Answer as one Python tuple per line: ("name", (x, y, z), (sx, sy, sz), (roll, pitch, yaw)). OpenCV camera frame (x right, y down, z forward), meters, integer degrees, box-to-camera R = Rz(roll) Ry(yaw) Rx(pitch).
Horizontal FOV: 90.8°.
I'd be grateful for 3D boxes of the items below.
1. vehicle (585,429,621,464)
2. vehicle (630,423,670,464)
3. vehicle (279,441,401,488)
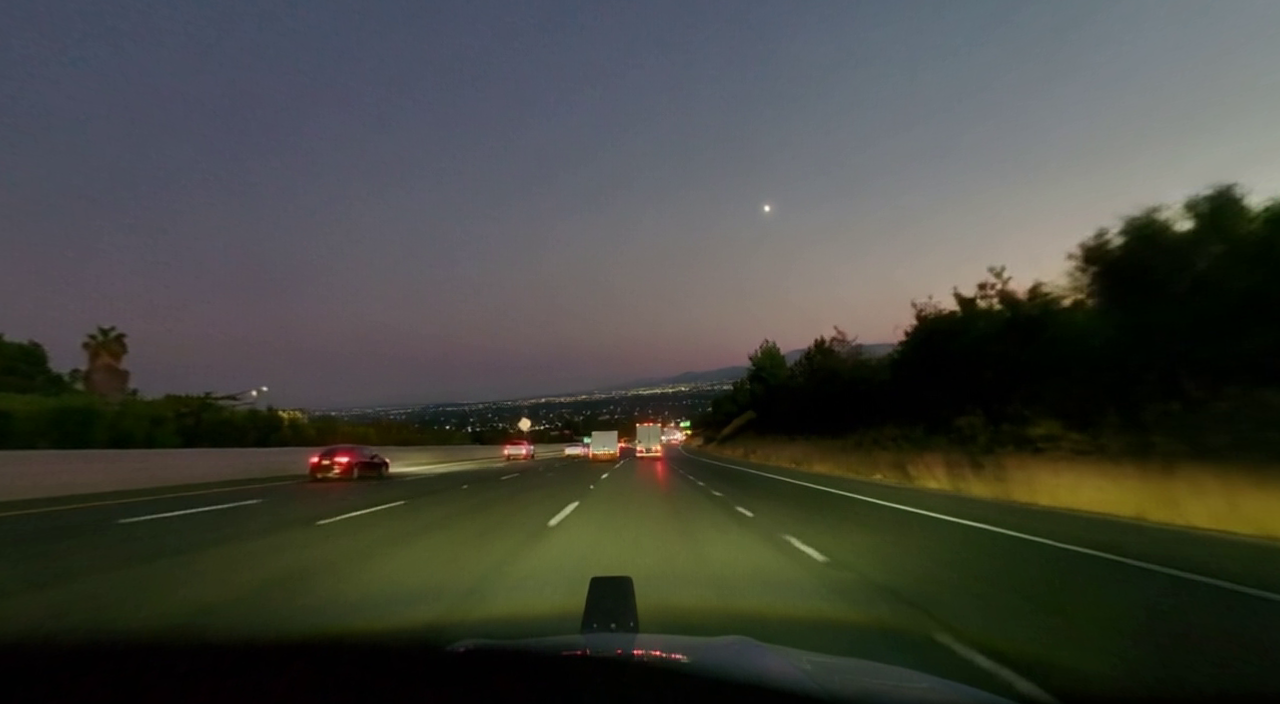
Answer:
("vehicle", (-2.804, 7.285, 48.840), (2.328, 2.519, 5.238), (0, -8, 2))
("vehicle", (0.800, 7.007, 48.484), (2.768, 2.854, 6.757), (1, -8, 1))
("vehicle", (-10.240, 3.860, 22.068), (1.952, 1.457, 4.689), (0, -8, 0))
